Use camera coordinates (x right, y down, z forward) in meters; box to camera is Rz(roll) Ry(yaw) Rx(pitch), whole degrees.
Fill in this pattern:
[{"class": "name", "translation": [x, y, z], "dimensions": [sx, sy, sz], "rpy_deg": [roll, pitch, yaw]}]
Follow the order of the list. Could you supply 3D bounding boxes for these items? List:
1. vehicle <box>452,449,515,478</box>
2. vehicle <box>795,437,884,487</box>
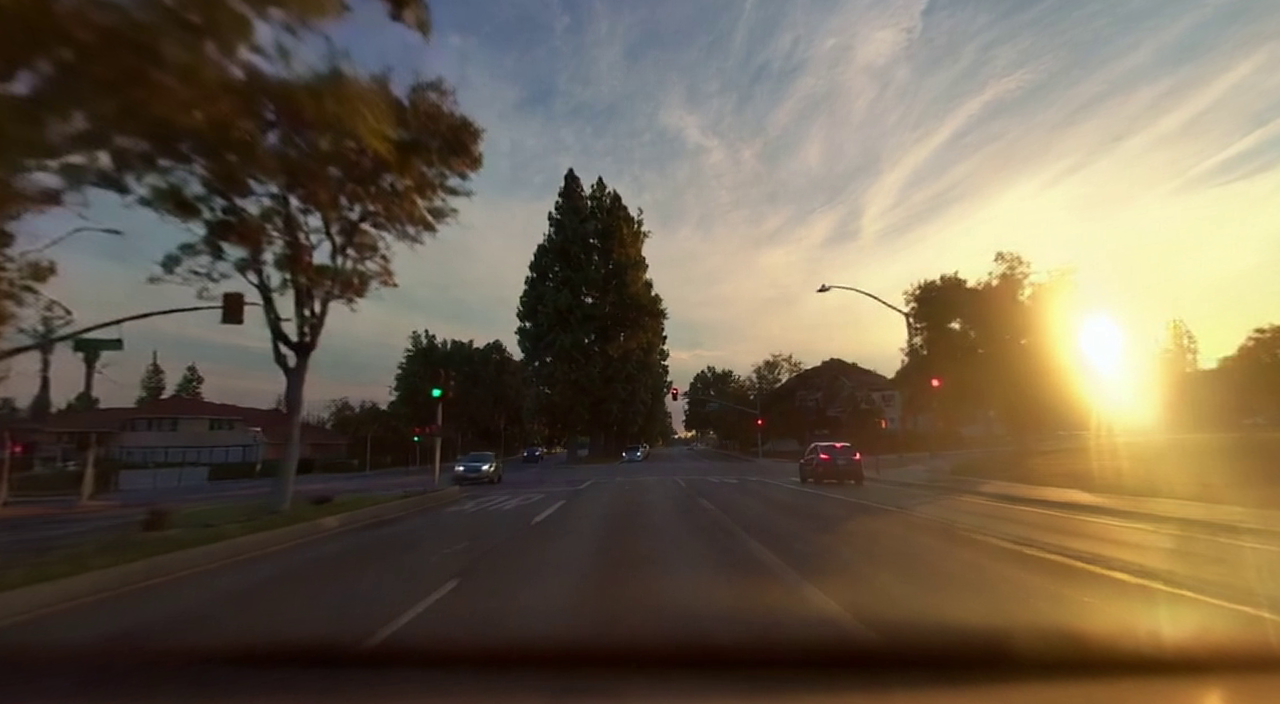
[{"class": "vehicle", "translation": [-9.420, 6.609, 37.831], "dimensions": [2.065, 1.477, 4.519], "rpy_deg": [3, -9, -37]}, {"class": "vehicle", "translation": [7.352, 4.086, 23.768], "dimensions": [2.011, 1.710, 4.357], "rpy_deg": [0, -9, 2]}]
